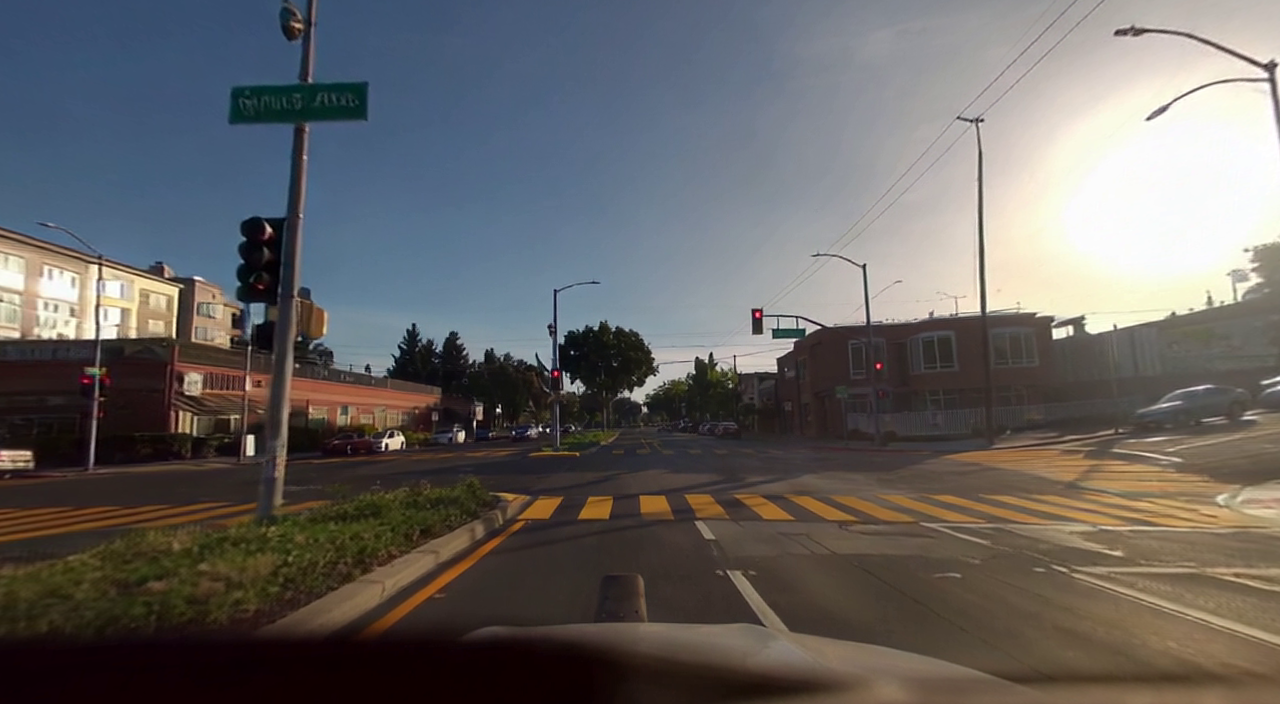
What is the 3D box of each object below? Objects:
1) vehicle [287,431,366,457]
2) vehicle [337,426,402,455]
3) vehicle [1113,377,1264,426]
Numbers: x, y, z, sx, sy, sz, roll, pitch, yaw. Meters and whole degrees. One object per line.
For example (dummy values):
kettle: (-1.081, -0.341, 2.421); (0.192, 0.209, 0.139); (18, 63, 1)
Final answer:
vehicle: (-18.165, 5.388, 36.900); (1.939, 1.430, 5.533); (0, -9, -2)
vehicle: (-18.383, 6.075, 43.241); (2.225, 1.871, 5.189); (0, -9, 0)
vehicle: (22.280, 1.990, 25.774); (4.531, 1.753, 1.964); (-2, -2, -5)
